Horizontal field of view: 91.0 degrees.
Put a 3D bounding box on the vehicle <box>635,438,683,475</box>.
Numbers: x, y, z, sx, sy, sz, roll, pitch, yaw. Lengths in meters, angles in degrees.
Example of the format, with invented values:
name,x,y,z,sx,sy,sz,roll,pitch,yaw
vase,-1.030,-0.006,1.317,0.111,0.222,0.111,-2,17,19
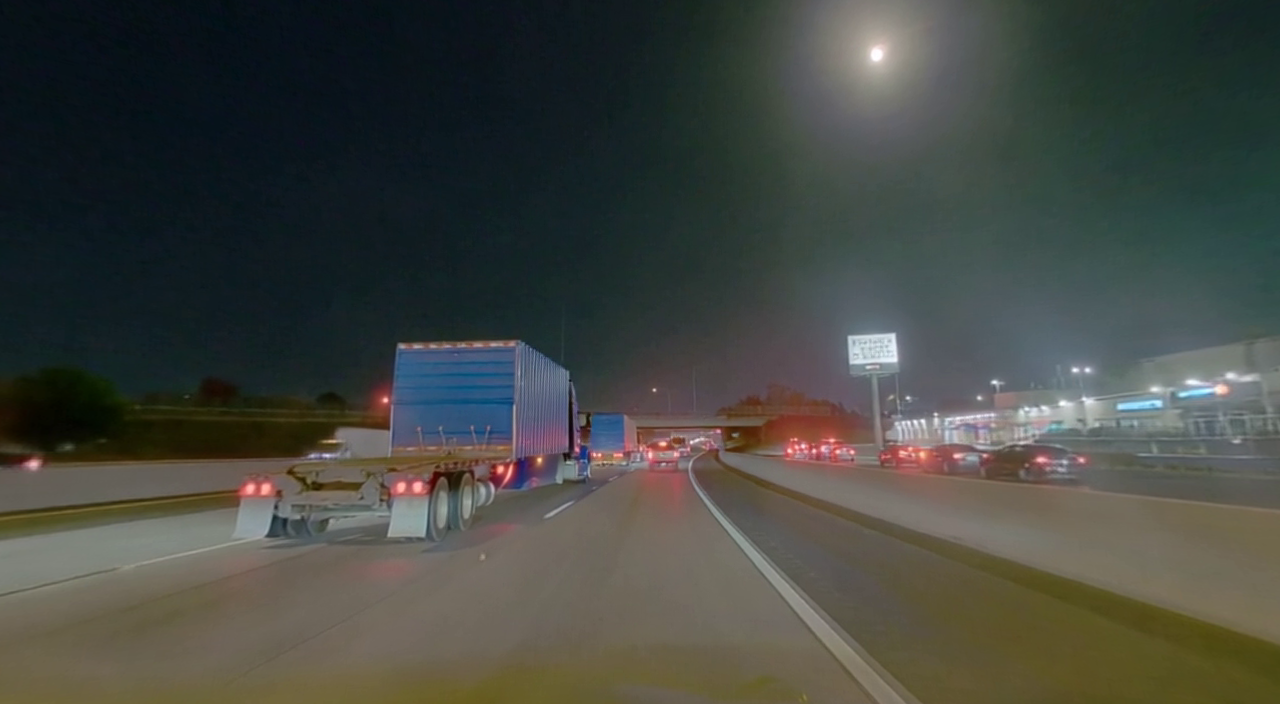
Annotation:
name,x,y,z,sx,sy,sz,roll,pitch,yaw
vehicle,0.994,5.056,30.585,2.178,1.640,4.071,-1,-9,4

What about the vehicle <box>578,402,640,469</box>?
name,x,y,z,sx,sy,sz,roll,pitch,yaw
vehicle,-1.803,5.579,41.517,3.073,3.894,9.782,-1,-9,3

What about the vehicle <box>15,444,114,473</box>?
name,x,y,z,sx,sy,sz,roll,pitch,yaw
vehicle,-32.339,5.967,35.523,1.707,1.540,3.921,-1,-9,4

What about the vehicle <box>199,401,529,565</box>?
name,x,y,z,sx,sy,sz,roll,pitch,yaw
vehicle,-3.360,1.690,8.736,2.896,1.779,3.441,0,-8,2

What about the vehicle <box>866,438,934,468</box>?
name,x,y,z,sx,sy,sz,roll,pitch,yaw
vehicle,15.263,5.965,37.302,2.237,1.656,4.676,-1,-9,3

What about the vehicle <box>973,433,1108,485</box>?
name,x,y,z,sx,sy,sz,roll,pitch,yaw
vehicle,14.303,3.841,22.900,2.022,1.675,4.792,-1,-9,4
